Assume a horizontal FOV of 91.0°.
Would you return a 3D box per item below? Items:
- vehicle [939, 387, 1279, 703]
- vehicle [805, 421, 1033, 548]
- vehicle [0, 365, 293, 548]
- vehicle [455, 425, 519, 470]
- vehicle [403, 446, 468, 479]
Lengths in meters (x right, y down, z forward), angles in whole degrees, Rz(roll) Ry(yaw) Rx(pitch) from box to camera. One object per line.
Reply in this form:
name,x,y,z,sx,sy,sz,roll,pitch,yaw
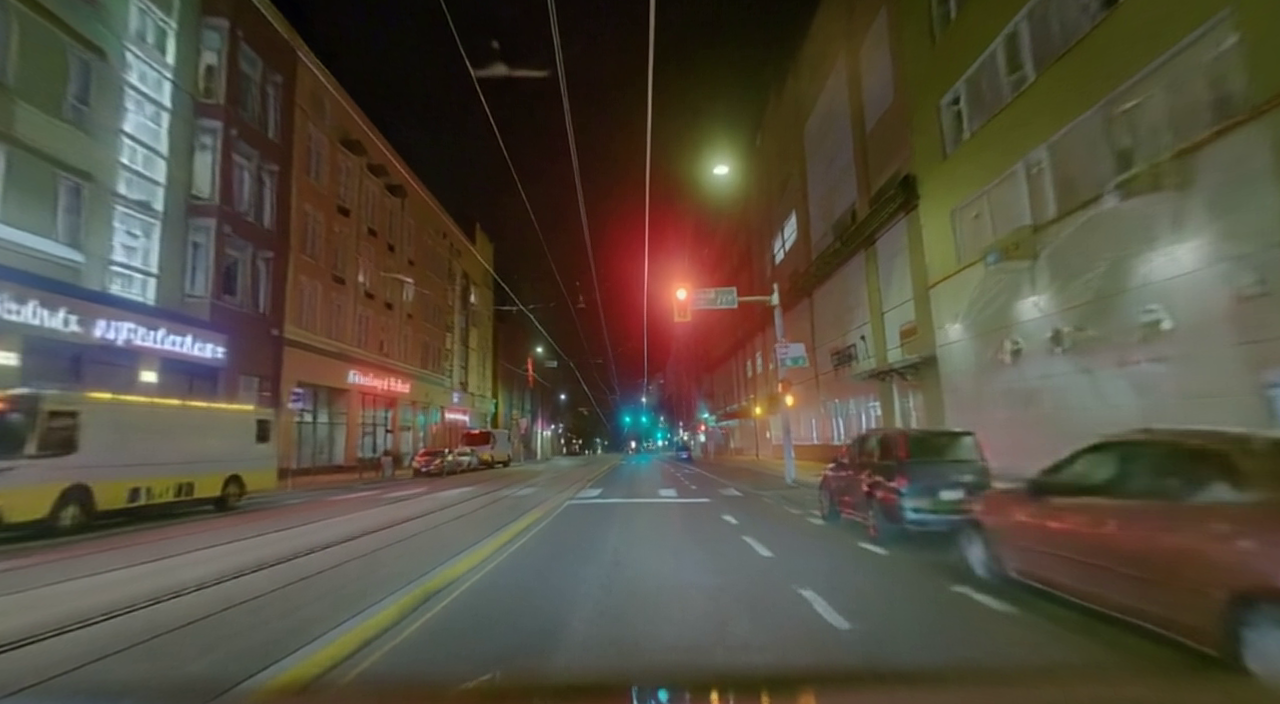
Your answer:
vehicle,3.723,1.072,3.864,1.752,1.510,4.191,0,-8,1
vehicle,3.930,1.903,9.619,1.869,1.557,3.501,0,-8,0
vehicle,-10.164,2.048,12.770,2.291,2.745,6.492,-1,-9,2
vehicle,-10.273,6.501,43.089,2.378,2.765,7.920,0,-8,0
vehicle,-9.905,5.383,30.880,1.897,1.464,4.209,0,-8,-2
